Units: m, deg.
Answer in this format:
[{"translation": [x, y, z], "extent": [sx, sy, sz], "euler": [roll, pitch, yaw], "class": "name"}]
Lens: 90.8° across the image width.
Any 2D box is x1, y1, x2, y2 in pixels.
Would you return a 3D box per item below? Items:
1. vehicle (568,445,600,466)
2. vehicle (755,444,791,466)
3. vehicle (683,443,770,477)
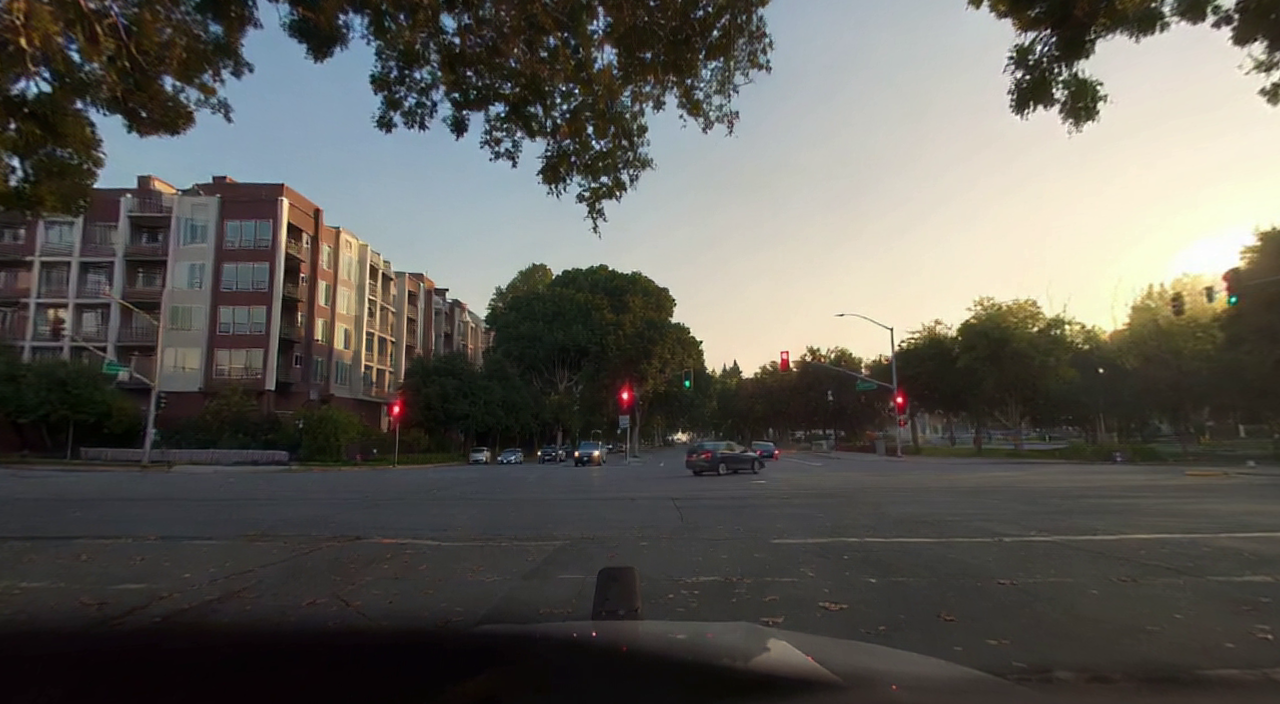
[{"translation": [-4.363, 8.124, 49.750], "extent": [2.130, 1.613, 4.121], "euler": [0, -8, 0], "class": "vehicle"}, {"translation": [10.210, 7.940, 48.957], "extent": [1.955, 1.569, 4.397], "euler": [0, -8, 2], "class": "vehicle"}, {"translation": [4.141, 5.056, 29.851], "extent": [2.043, 1.454, 4.424], "euler": [-7, -11, 38], "class": "vehicle"}]
